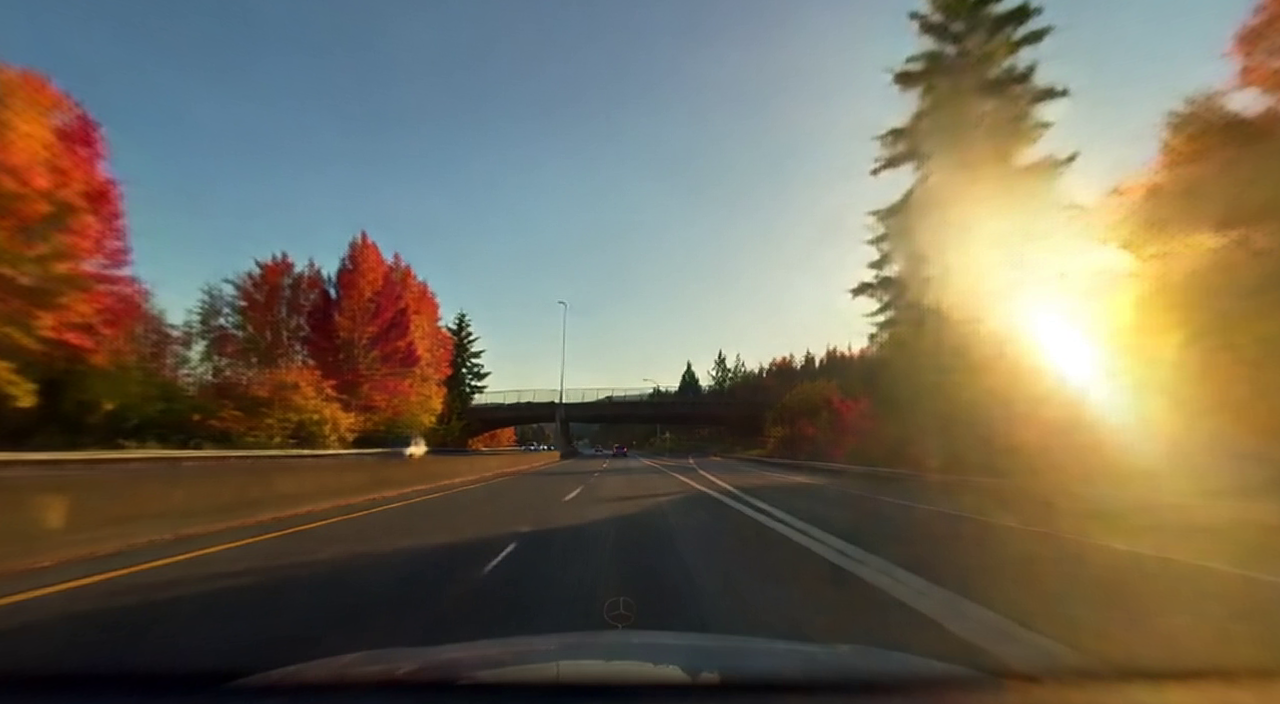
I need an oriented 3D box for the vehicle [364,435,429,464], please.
[{"bbox_3d":[-13.646,5.503,35.375,1.907,1.473,4.490,0,-9,-1],"label":"vehicle"}]
